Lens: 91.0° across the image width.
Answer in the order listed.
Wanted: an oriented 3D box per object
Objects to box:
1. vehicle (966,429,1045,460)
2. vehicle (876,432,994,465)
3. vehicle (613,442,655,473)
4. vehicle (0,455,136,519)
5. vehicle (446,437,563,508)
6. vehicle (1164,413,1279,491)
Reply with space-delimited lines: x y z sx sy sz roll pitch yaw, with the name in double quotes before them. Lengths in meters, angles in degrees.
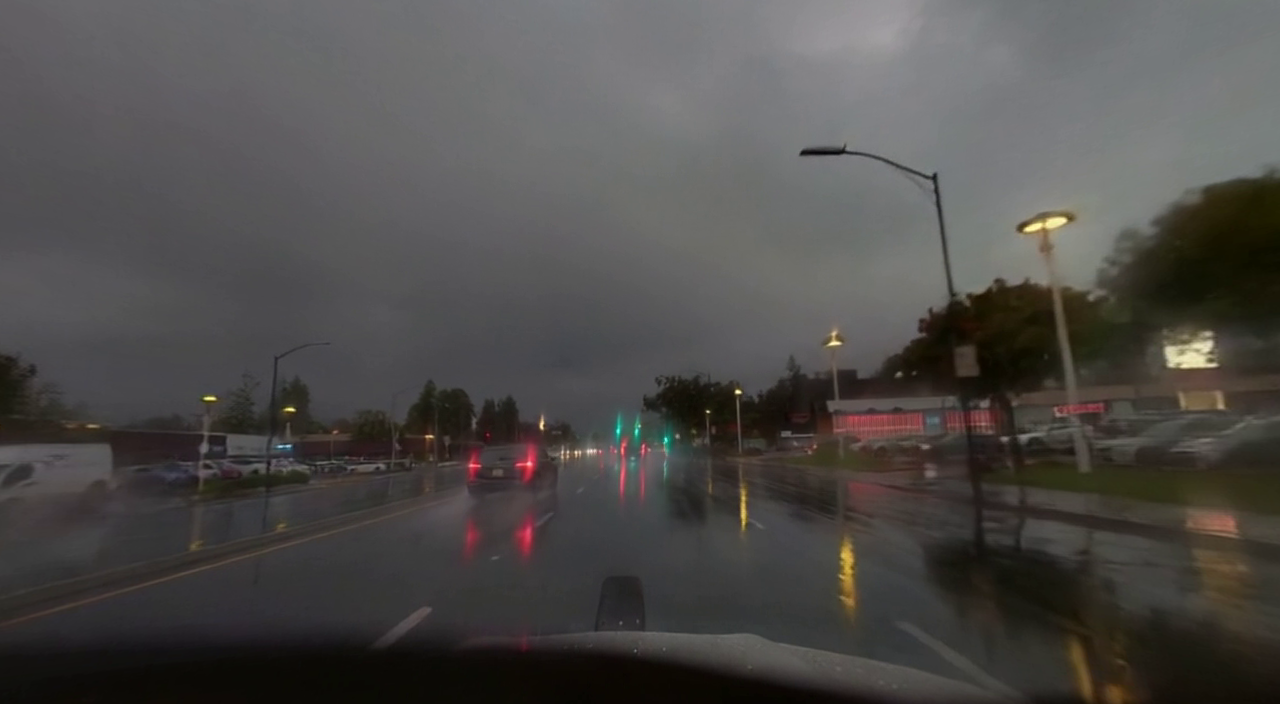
"vehicle" 19.185 4.897 33.267 1.813 1.503 3.864 0 -9 0
"vehicle" 13.995 4.591 30.075 4.630 1.497 2.016 0 -9 0
"vehicle" -0.328 5.385 32.370 2.019 1.459 4.005 0 -9 -1
"vehicle" -23.087 5.046 24.202 2.416 2.082 6.190 0 -9 -2
"vehicle" -3.178 2.920 15.734 1.939 1.496 4.309 0 -9 0
"vehicle" 14.365 2.128 13.560 4.249 1.527 2.094 0 -9 -1
